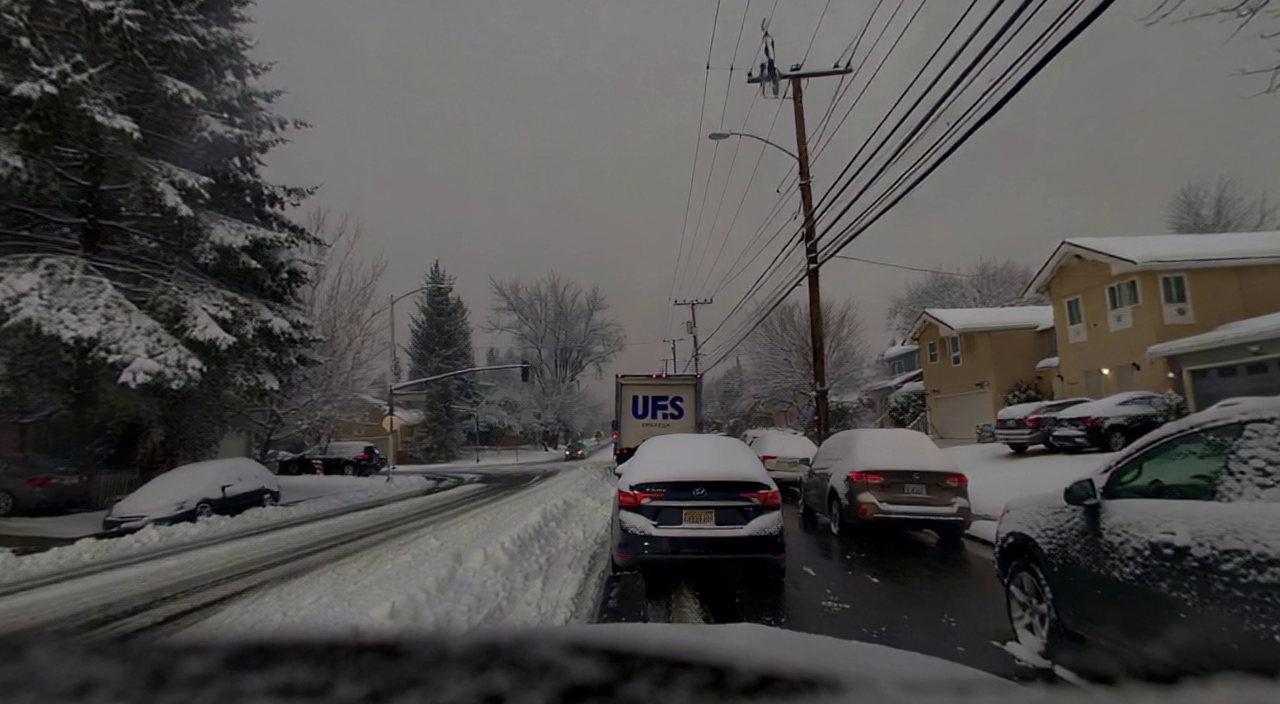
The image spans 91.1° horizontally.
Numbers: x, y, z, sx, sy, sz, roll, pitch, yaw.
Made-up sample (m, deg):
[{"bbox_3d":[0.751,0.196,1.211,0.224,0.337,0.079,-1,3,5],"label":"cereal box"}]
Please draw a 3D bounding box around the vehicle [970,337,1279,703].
[{"bbox_3d":[3.307,0.772,1.928,2.069,1.722,4.888,0,-8,2],"label":"vehicle"}]

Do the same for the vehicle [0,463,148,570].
[{"bbox_3d":[-10.354,2.500,9.502,1.925,1.482,4.753,0,-8,0],"label":"vehicle"}]

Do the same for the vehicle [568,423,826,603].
[{"bbox_3d":[0.473,1.682,7.531,2.158,1.499,4.377,0,-8,0],"label":"vehicle"}]

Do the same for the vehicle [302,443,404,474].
[{"bbox_3d":[-17.436,6.474,38.303,5.274,1.793,1.921,0,-9,3],"label":"vehicle"}]

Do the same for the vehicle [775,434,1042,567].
[{"bbox_3d":[3.511,2.011,9.355,1.993,1.479,4.487,0,-8,0],"label":"vehicle"}]
